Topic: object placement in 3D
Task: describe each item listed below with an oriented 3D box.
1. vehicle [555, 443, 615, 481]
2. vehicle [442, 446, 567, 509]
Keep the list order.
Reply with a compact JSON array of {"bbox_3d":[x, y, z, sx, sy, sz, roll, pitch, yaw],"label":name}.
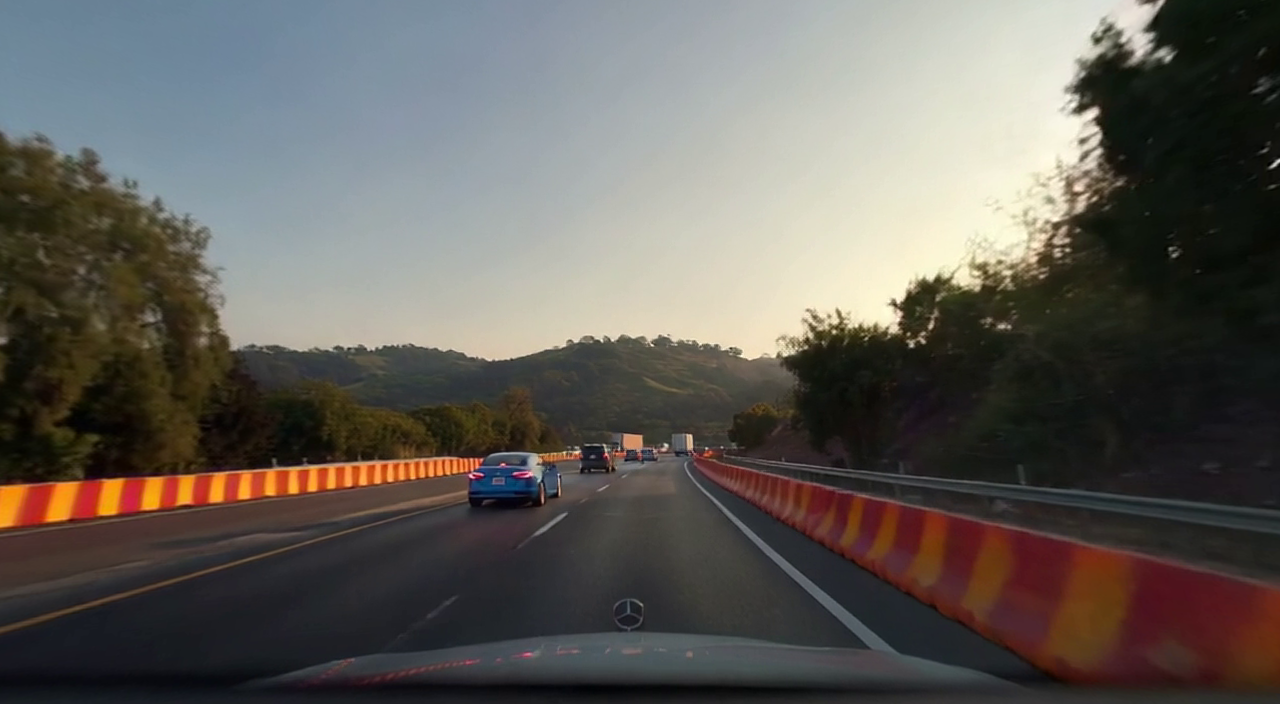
[{"bbox_3d":[-2.315,4.808,27.723,2.094,1.480,4.124,-1,-9,3],"label":"vehicle"},{"bbox_3d":[-3.112,2.982,15.378,2.061,1.330,3.928,-1,-9,2],"label":"vehicle"}]
